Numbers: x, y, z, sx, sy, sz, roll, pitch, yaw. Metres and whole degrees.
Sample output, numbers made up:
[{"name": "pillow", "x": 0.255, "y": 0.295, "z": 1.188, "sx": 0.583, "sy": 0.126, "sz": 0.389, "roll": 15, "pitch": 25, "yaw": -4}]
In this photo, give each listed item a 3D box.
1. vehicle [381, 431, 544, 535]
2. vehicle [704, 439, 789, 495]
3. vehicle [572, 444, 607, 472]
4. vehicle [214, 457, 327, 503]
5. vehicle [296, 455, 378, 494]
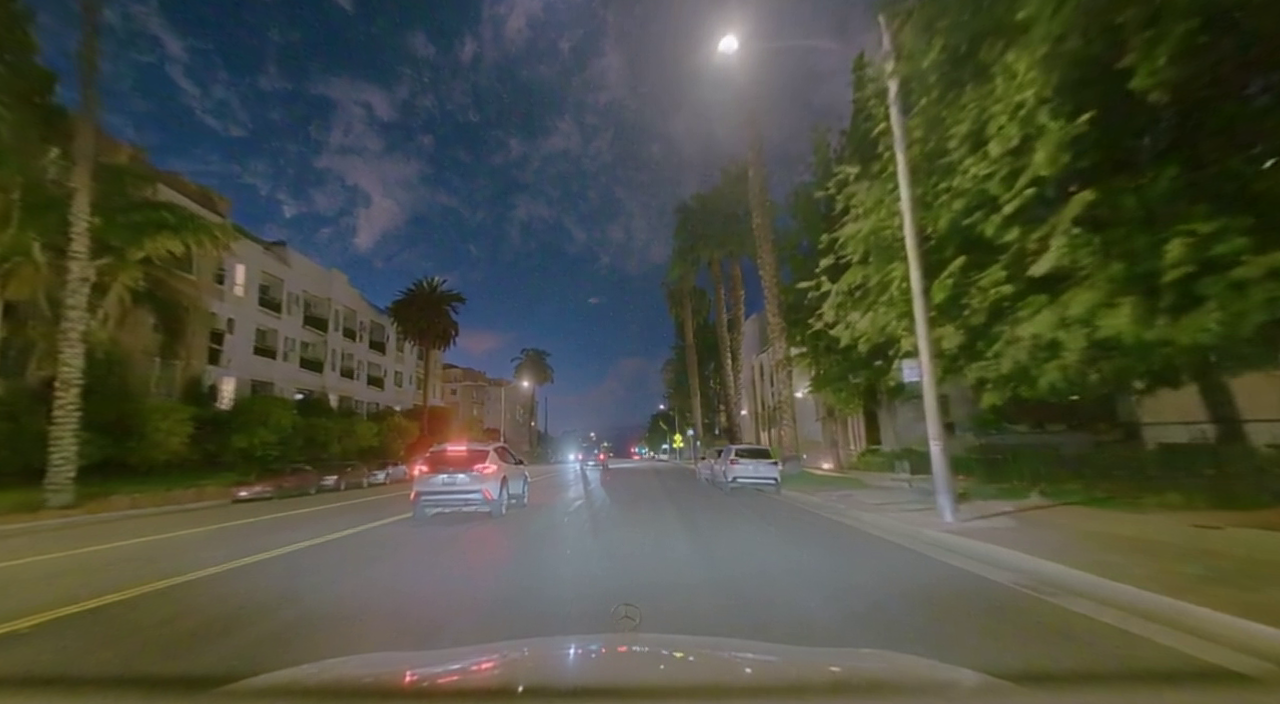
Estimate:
[{"name": "vehicle", "x": -3.174, "y": 2.413, "z": 12.188, "sx": 1.929, "sy": 1.651, "sz": 3.948, "roll": 0, "pitch": -9, "yaw": 1}, {"name": "vehicle", "x": 3.689, "y": 4.107, "z": 23.002, "sx": 2.125, "sy": 1.768, "sz": 5.544, "roll": 0, "pitch": -9, "yaw": 0}, {"name": "vehicle", "x": -3.491, "y": 7.379, "z": 43.994, "sx": 1.994, "sy": 1.810, "sz": 5.057, "roll": 0, "pitch": -9, "yaw": 0}, {"name": "vehicle", "x": -13.765, "y": 4.753, "z": 23.789, "sx": 1.787, "sy": 1.461, "sz": 4.367, "roll": -1, "pitch": -9, "yaw": -2}, {"name": "vehicle", "x": -13.771, "y": 5.559, "z": 28.864, "sx": 1.812, "sy": 1.467, "sz": 4.253, "roll": -4, "pitch": -9, "yaw": -2}]
